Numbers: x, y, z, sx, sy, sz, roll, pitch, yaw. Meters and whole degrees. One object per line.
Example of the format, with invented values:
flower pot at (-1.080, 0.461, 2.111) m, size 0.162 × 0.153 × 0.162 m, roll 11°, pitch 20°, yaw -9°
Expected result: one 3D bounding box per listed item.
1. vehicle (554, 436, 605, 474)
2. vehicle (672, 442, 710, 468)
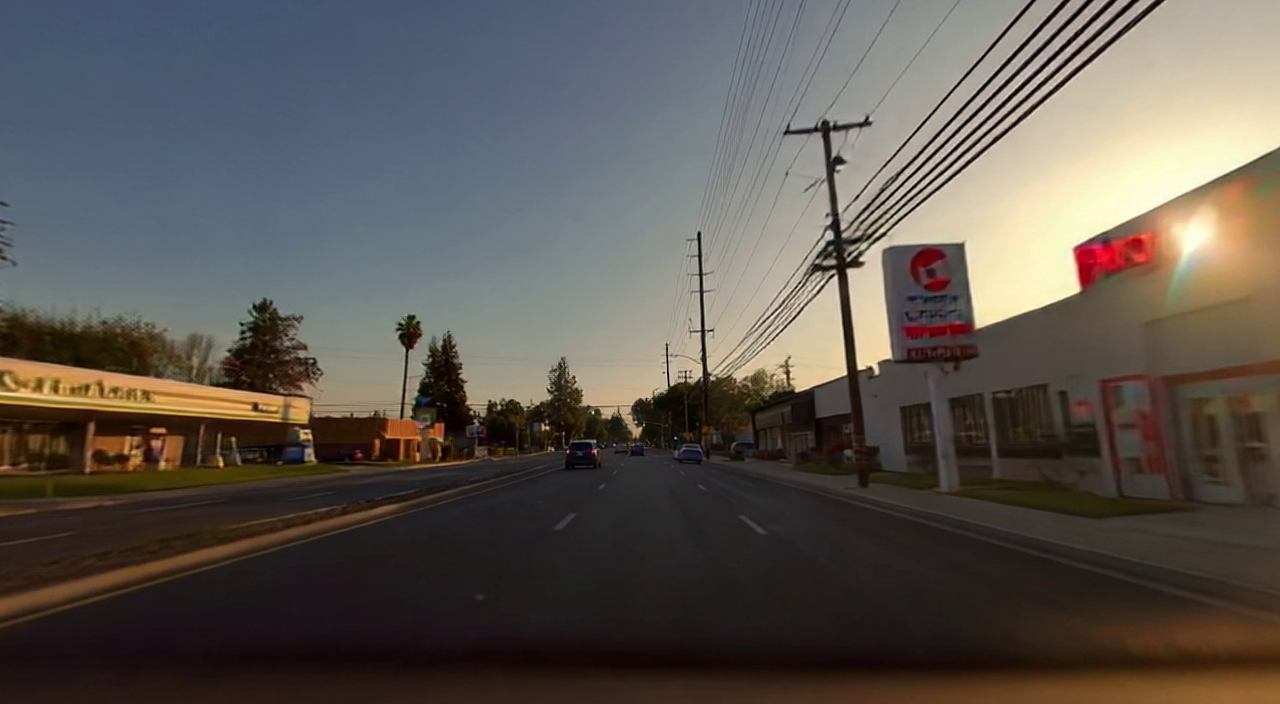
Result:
vehicle at (-2.846, 4.942, 30.474) m, size 2.047 × 1.664 × 4.148 m, roll 0°, pitch -9°, yaw 0°
vehicle at (2.972, 6.096, 37.511) m, size 1.978 × 1.455 × 4.195 m, roll 0°, pitch -9°, yaw 2°
